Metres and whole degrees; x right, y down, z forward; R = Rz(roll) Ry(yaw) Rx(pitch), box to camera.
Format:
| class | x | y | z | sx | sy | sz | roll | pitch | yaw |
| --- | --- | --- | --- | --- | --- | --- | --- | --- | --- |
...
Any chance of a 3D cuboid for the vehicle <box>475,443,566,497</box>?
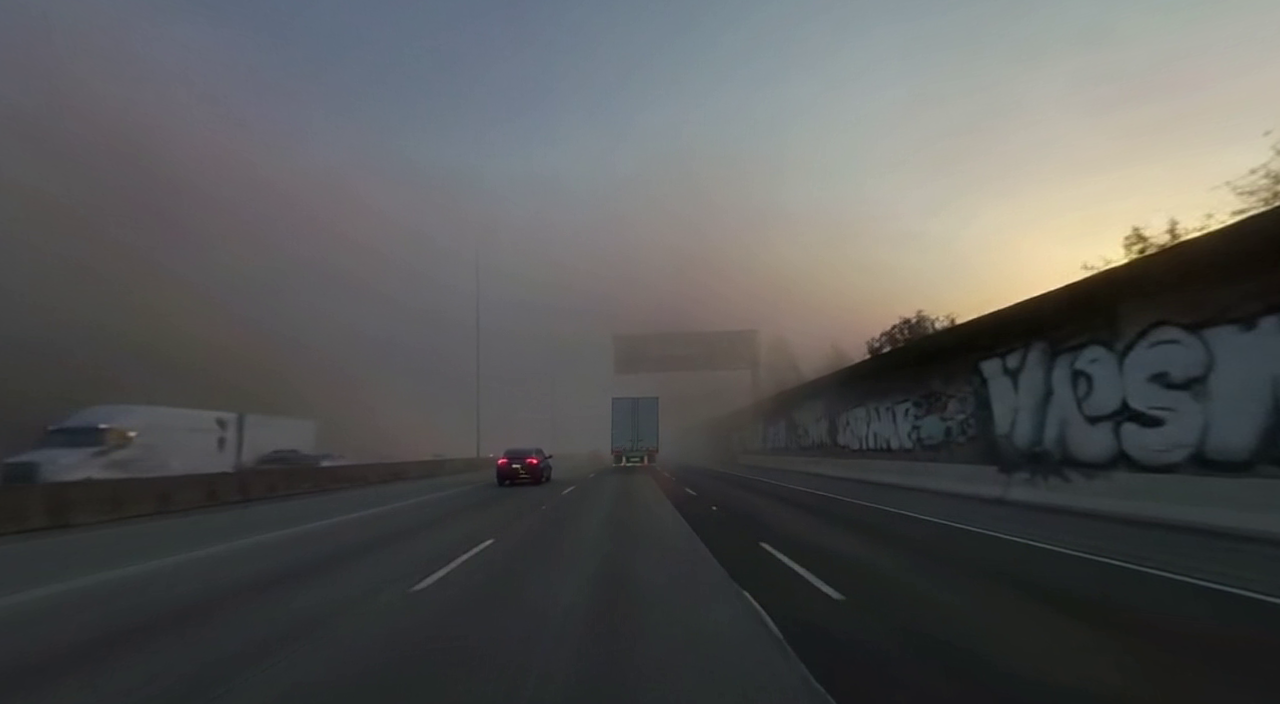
| class | x | y | z | sx | sy | sz | roll | pitch | yaw |
| --- | --- | --- | --- | --- | --- | --- | --- | --- | --- |
| vehicle | -3.725 | 3.760 | 20.339 | 2.158 | 1.538 | 4.047 | 0 | -9 | 0 |

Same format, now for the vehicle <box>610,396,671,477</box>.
| class | x | y | z | sx | sy | sz | roll | pitch | yaw |
| --- | --- | --- | --- | --- | --- | --- | --- | --- | --- |
| vehicle | -0.067 | 5.104 | 37.132 | 3.042 | 4.023 | 10.832 | 0 | -9 | -1 |
